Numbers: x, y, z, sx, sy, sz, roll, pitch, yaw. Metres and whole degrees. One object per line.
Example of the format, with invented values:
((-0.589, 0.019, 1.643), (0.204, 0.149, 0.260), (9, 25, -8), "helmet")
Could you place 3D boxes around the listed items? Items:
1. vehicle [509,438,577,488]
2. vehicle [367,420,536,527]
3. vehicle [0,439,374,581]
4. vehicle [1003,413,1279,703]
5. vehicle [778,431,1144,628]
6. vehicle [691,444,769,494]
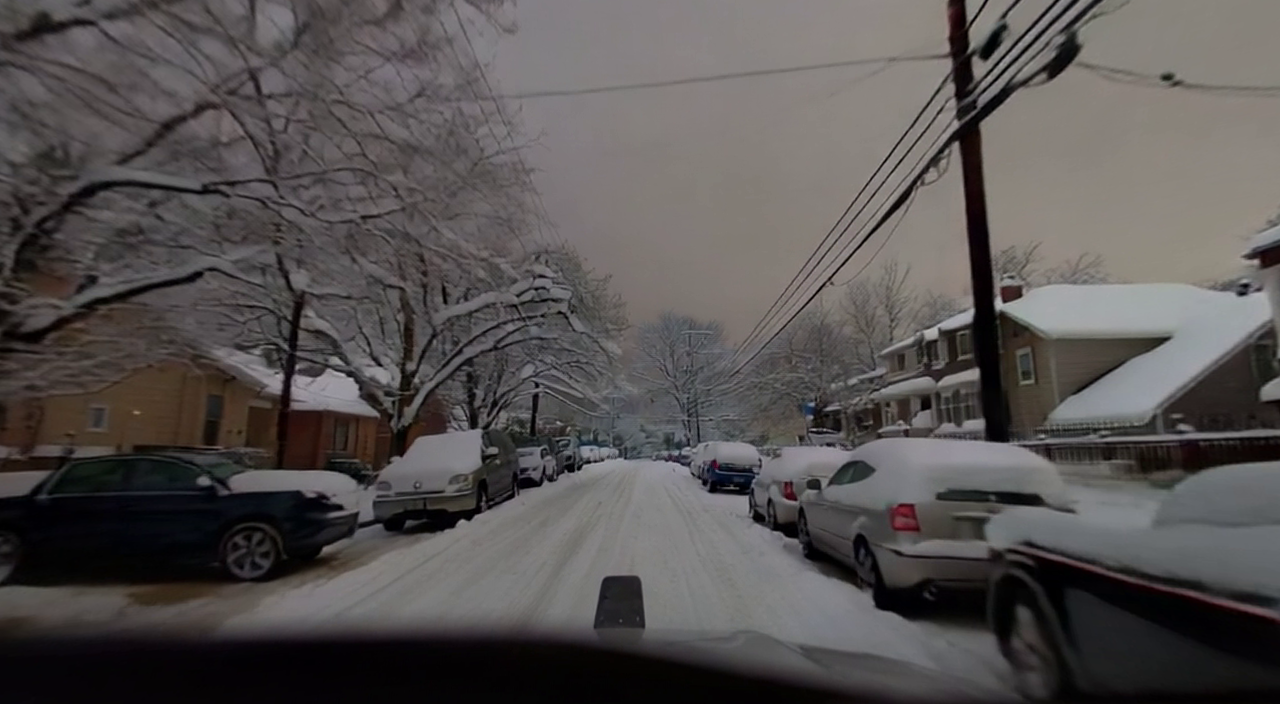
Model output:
((-3.723, 4.336, 25.196), (2.014, 1.780, 4.757), (0, -8, -1), "vehicle")
((-3.911, 2.612, 14.310), (2.280, 1.953, 5.092), (0, -8, 0), "vehicle")
((-6.201, 1.874, 7.964), (4.816, 1.519, 1.920), (0, -8, -4), "vehicle")
((4.268, 1.006, 2.517), (4.471, 1.493, 1.886), (0, -8, -2), "vehicle")
((2.964, 1.688, 7.172), (1.878, 1.491, 4.495), (0, -8, 1), "vehicle")
((2.932, 3.904, 21.669), (1.952, 1.469, 4.776), (0, -8, 0), "vehicle")
